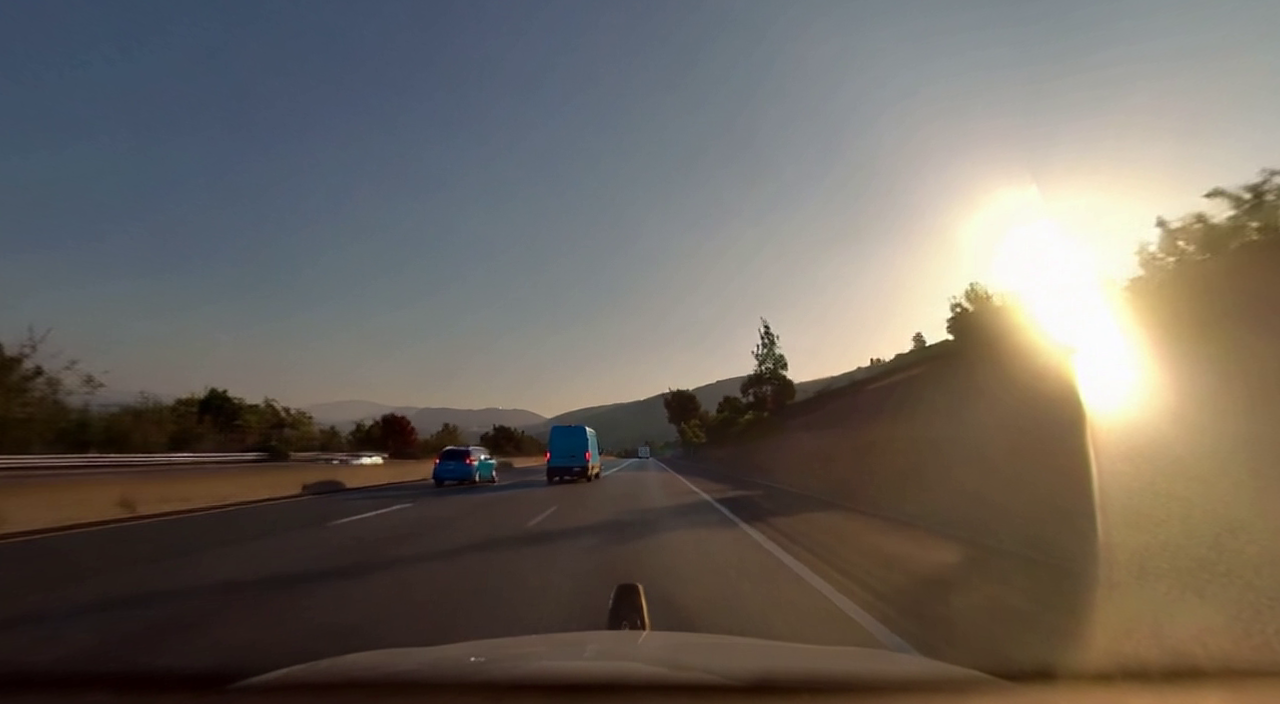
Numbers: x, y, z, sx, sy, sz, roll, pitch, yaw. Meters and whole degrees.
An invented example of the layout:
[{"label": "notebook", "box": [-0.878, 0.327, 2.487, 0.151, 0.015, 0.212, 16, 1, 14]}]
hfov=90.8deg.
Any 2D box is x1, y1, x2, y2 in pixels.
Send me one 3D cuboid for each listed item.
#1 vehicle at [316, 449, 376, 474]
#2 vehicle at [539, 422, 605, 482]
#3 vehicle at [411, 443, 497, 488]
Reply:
[{"label": "vehicle", "box": [-19.560, 7.306, 42.188, 1.860, 1.533, 4.386, 0, -9, 1]}, {"label": "vehicle", "box": [-3.102, 4.795, 30.348, 2.437, 2.565, 5.829, 0, -9, 1]}, {"label": "vehicle", "box": [-7.502, 4.603, 25.929, 2.164, 1.664, 4.252, 0, -9, 1]}]
